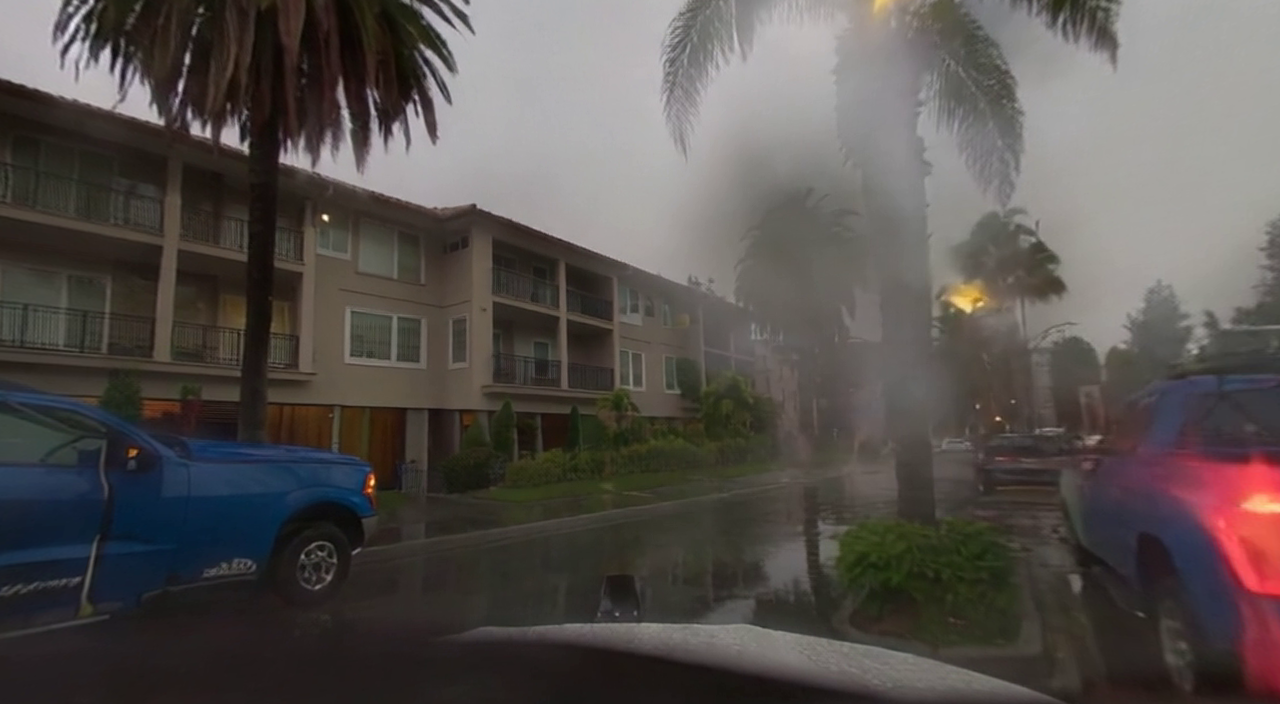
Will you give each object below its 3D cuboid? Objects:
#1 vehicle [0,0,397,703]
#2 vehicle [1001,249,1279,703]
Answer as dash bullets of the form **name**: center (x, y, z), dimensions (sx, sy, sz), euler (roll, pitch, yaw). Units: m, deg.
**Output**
- **vehicle**: center (-5.712, -0.449, 0.543), dimensions (2.998, 3.659, 10.517), euler (-5, -10, 30)
- **vehicle**: center (4.374, 0.967, 4.660), dimensions (2.418, 2.078, 5.866), euler (-4, -9, 25)
